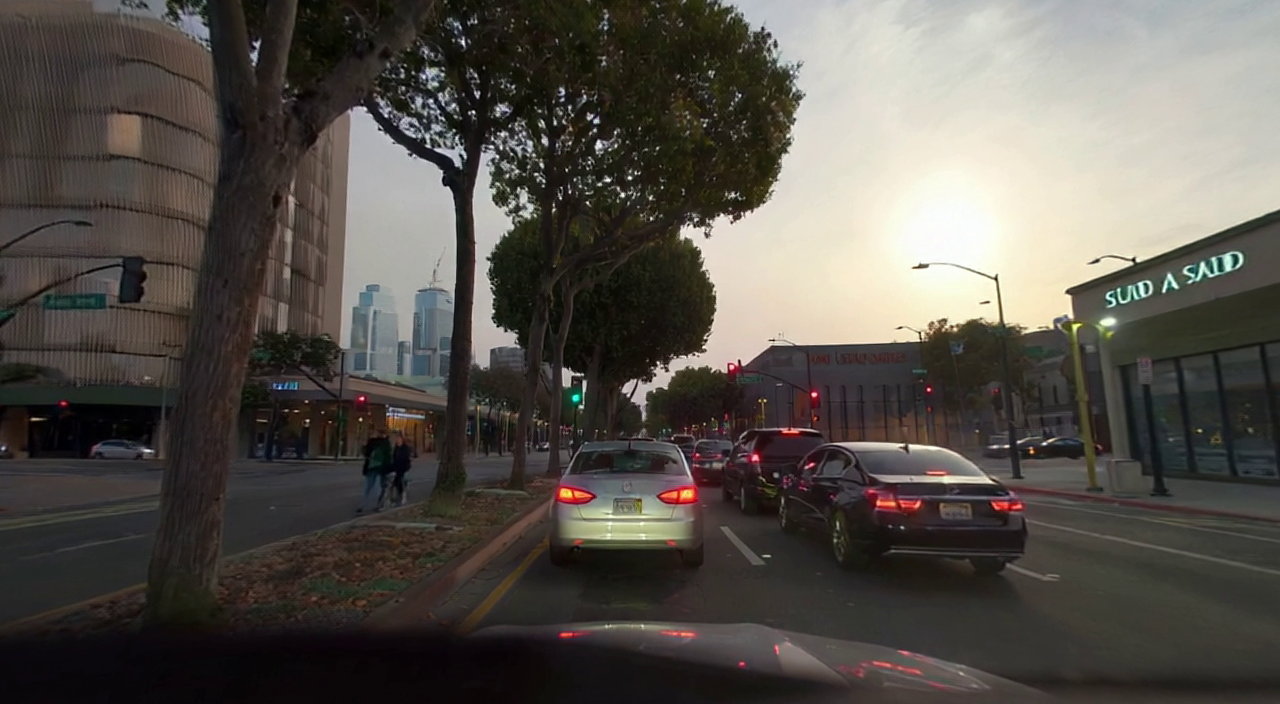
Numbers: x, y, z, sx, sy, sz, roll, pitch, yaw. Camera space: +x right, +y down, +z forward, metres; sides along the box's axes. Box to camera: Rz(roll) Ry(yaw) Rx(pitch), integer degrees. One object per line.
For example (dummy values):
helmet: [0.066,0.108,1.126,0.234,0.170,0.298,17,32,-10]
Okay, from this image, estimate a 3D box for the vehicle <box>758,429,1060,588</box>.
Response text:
vehicle: [2.901,1.769,8.024,1.893,1.446,4.270,0,-8,-1]

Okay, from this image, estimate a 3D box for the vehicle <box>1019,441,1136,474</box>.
vehicle: [23.063,5.571,33.362,4.610,1.622,1.934,-1,-8,4]

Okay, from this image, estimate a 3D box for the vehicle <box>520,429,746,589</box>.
vehicle: [-0.100,1.759,7.961,2.087,1.456,4.143,0,-8,-1]
